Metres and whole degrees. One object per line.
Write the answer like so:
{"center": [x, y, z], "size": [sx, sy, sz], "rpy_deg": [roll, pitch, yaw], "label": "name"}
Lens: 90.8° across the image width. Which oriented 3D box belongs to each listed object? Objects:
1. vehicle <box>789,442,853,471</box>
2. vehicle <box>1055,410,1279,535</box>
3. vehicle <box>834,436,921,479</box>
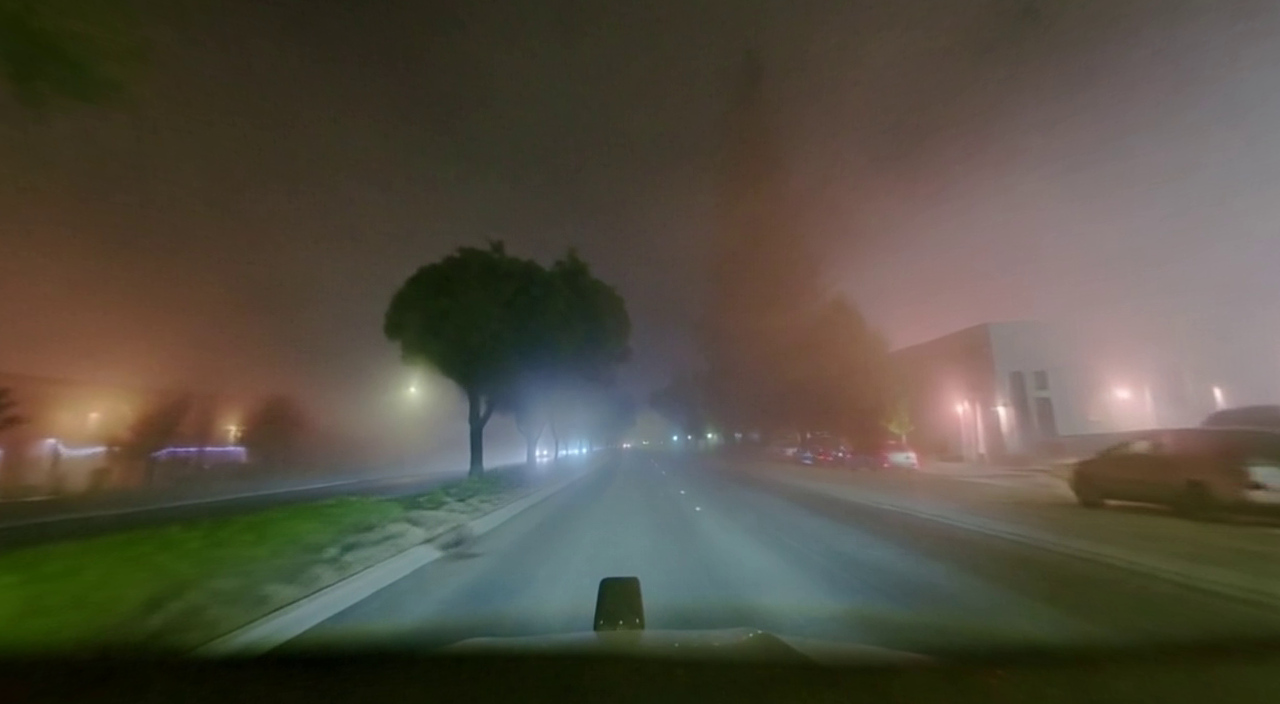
{"center": [9.601, 5.589, 33.965], "size": [1.930, 1.453, 4.665], "rpy_deg": [0, -9, -2], "label": "vehicle"}
{"center": [9.885, 2.022, 11.099], "size": [2.037, 1.732, 4.530], "rpy_deg": [0, -9, 0], "label": "vehicle"}
{"center": [9.806, 4.386, 26.478], "size": [1.970, 1.610, 4.247], "rpy_deg": [0, -9, -1], "label": "vehicle"}
